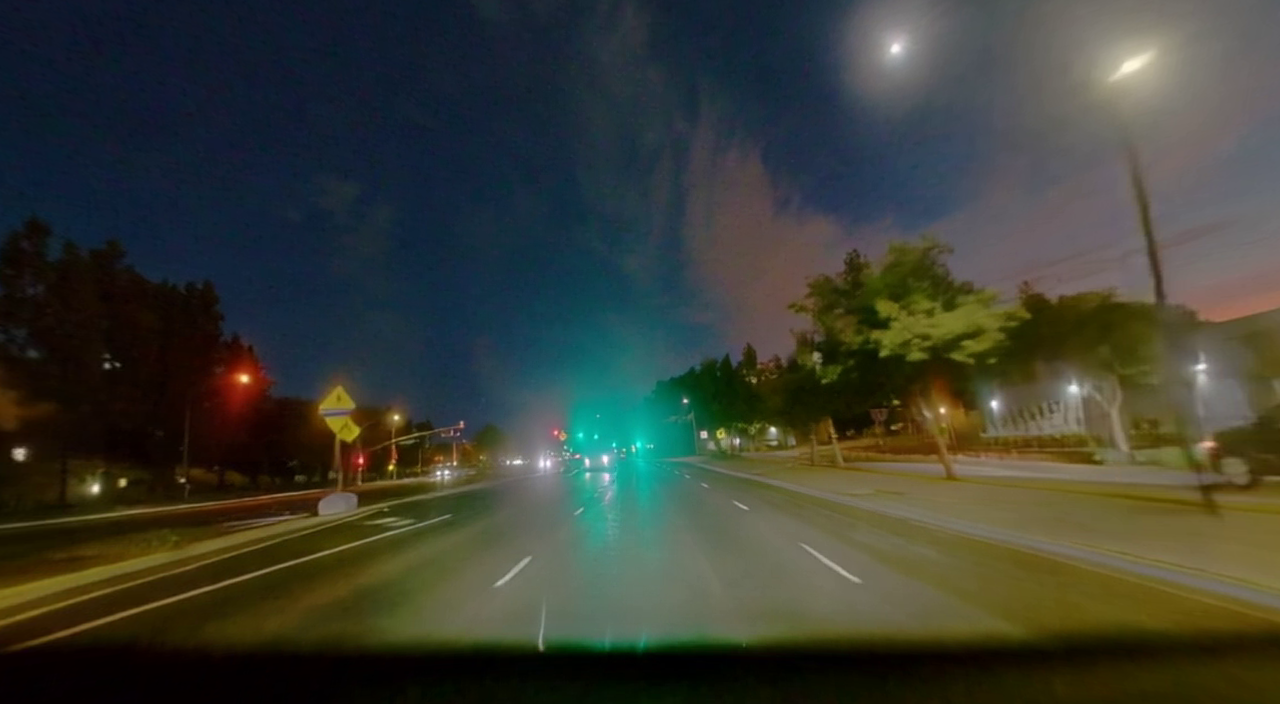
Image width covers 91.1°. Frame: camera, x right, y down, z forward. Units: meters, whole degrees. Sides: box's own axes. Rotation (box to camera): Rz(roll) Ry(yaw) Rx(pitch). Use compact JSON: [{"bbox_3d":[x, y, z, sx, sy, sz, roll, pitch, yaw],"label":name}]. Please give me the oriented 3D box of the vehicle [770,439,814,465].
[{"bbox_3d":[11.599,7.653,48.173,2.051,1.534,4.466,-11,-8,-1],"label":"vehicle"}]
